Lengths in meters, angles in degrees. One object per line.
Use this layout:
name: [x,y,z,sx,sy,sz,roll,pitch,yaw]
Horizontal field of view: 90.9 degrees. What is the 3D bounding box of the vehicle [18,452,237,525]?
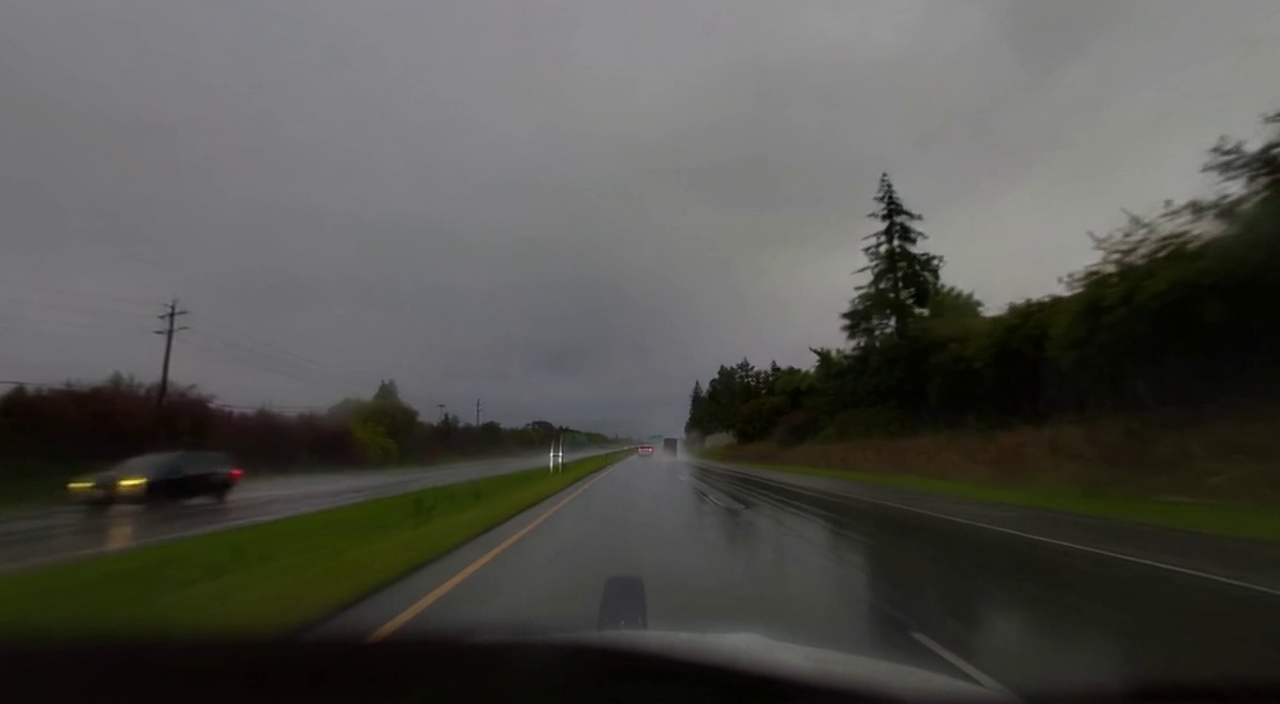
vehicle: [-13.295,3.508,16.835,1.993,1.537,4.613,-3,-9,0]
